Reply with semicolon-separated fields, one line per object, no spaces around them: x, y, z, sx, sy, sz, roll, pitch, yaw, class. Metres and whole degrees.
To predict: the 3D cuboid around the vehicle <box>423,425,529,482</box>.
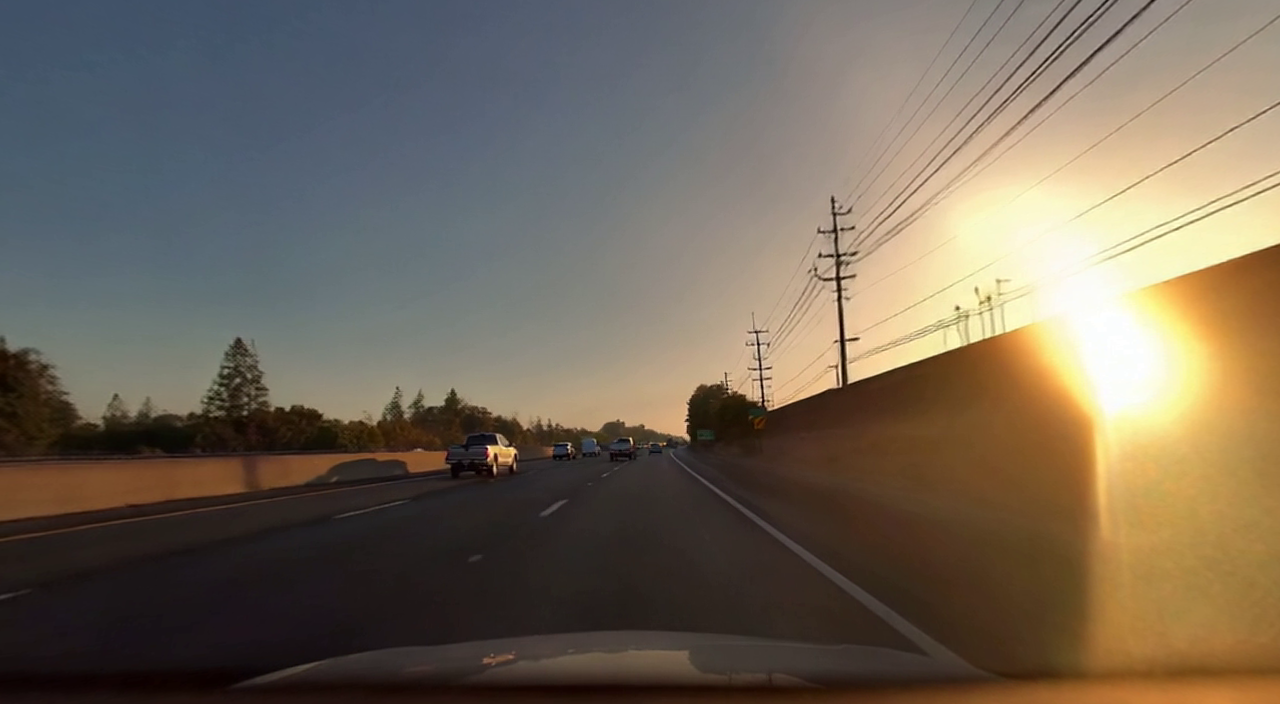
-6.432;4.079;25.752;2.460;1.992;6.474;-1;-8;1;vehicle

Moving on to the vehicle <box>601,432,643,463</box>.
-1.176;6.575;43.504;2.448;2.025;5.193;-1;-8;3;vehicle
